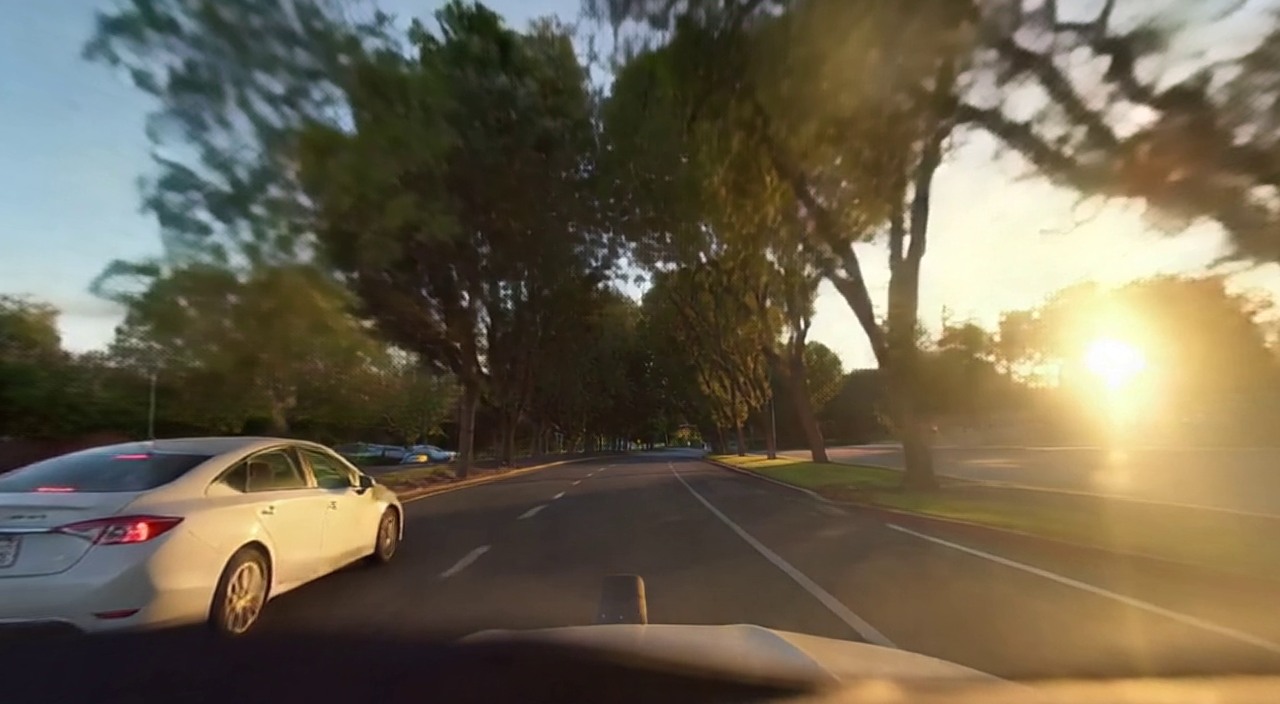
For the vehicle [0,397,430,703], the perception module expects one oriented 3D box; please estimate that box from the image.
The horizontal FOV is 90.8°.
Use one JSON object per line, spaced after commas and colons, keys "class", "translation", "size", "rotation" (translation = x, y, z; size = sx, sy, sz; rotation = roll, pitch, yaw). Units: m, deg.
{"class": "vehicle", "translation": [-3.408, 1.283, 5.104], "size": [1.915, 1.521, 4.283], "rotation": [0, -8, 0]}
